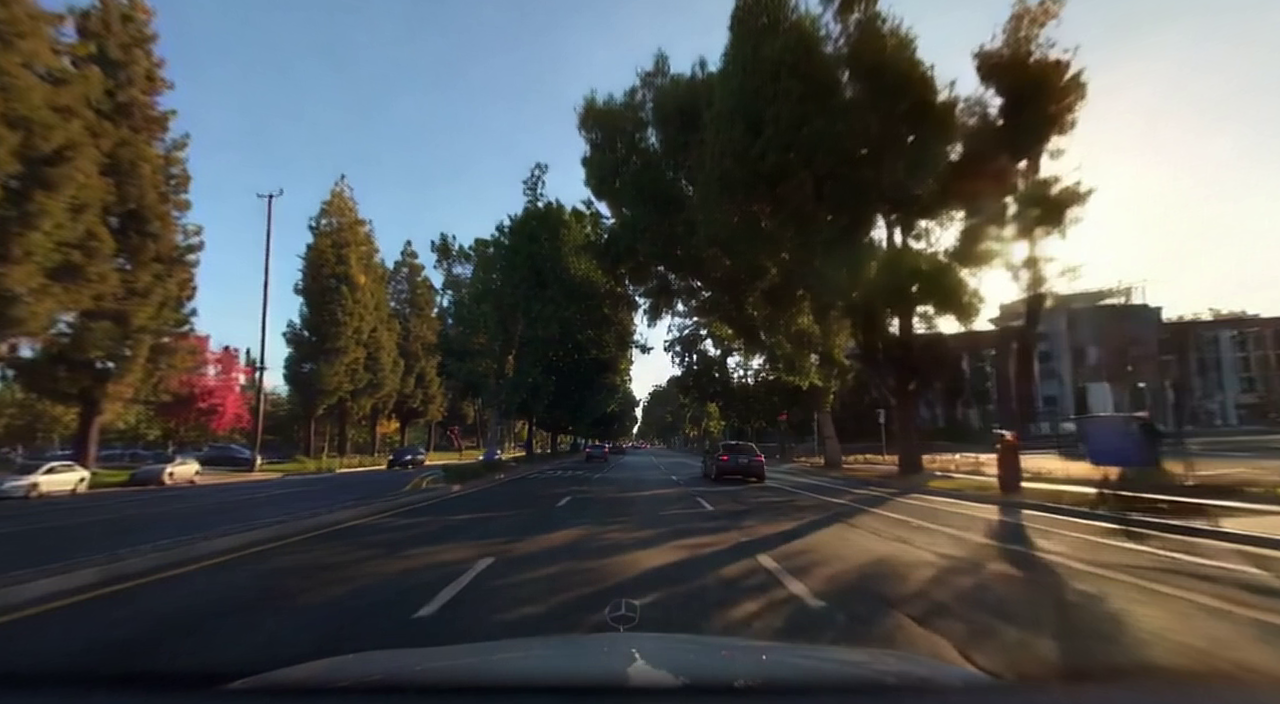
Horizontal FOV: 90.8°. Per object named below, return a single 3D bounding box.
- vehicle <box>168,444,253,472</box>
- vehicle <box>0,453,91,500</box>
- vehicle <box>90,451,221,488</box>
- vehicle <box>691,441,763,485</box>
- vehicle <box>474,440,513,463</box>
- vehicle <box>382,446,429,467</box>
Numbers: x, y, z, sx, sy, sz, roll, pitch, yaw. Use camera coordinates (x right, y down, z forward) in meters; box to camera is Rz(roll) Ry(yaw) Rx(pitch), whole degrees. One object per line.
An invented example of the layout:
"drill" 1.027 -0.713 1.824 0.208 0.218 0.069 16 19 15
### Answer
"vehicle" -30.400 7.510 44.820 4.409 1.912 2.090 0 -9 0
"vehicle" -22.383 4.359 22.262 1.865 1.507 4.631 0 -9 0
"vehicle" -22.398 5.415 29.553 2.098 1.510 5.072 0 -9 0
"vehicle" 3.121 4.090 23.589 1.966 1.449 4.290 0 -9 -1
"vehicle" -11.436 7.816 49.588 2.027 1.716 4.357 0 -9 0
"vehicle" -17.496 7.780 47.248 1.897 1.507 4.132 0 -9 0
